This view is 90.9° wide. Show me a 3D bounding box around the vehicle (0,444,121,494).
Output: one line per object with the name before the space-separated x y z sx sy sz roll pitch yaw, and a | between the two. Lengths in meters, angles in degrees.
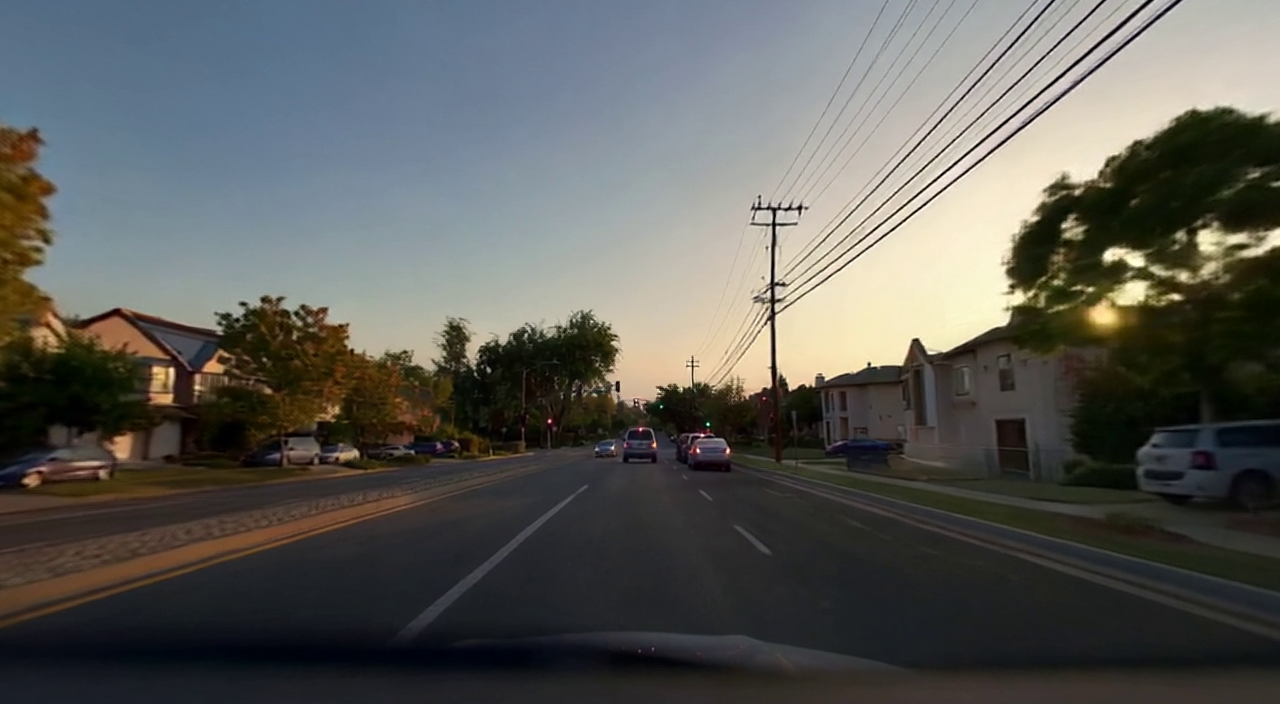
vehicle | -20.489 3.880 21.311 1.865 1.506 4.706 0 -8 0

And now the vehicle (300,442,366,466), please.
vehicle | -19.875 6.596 41.019 1.866 1.471 4.770 0 -8 1

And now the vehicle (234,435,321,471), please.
vehicle | -20.126 5.605 35.237 2.046 1.874 4.448 0 -8 2

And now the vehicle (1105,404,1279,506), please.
vehicle | 12.557 2.093 12.917 4.412 1.878 2.048 1 -8 -1

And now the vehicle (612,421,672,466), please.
vehicle | 0.110 4.643 32.037 2.769 2.087 5.130 0 -8 0

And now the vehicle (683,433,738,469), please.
vehicle | 3.148 4.541 28.944 2.002 1.511 4.124 0 -8 0

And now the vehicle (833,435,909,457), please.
vehicle | 16.483 6.744 45.192 4.671 1.495 1.900 0 -8 3
